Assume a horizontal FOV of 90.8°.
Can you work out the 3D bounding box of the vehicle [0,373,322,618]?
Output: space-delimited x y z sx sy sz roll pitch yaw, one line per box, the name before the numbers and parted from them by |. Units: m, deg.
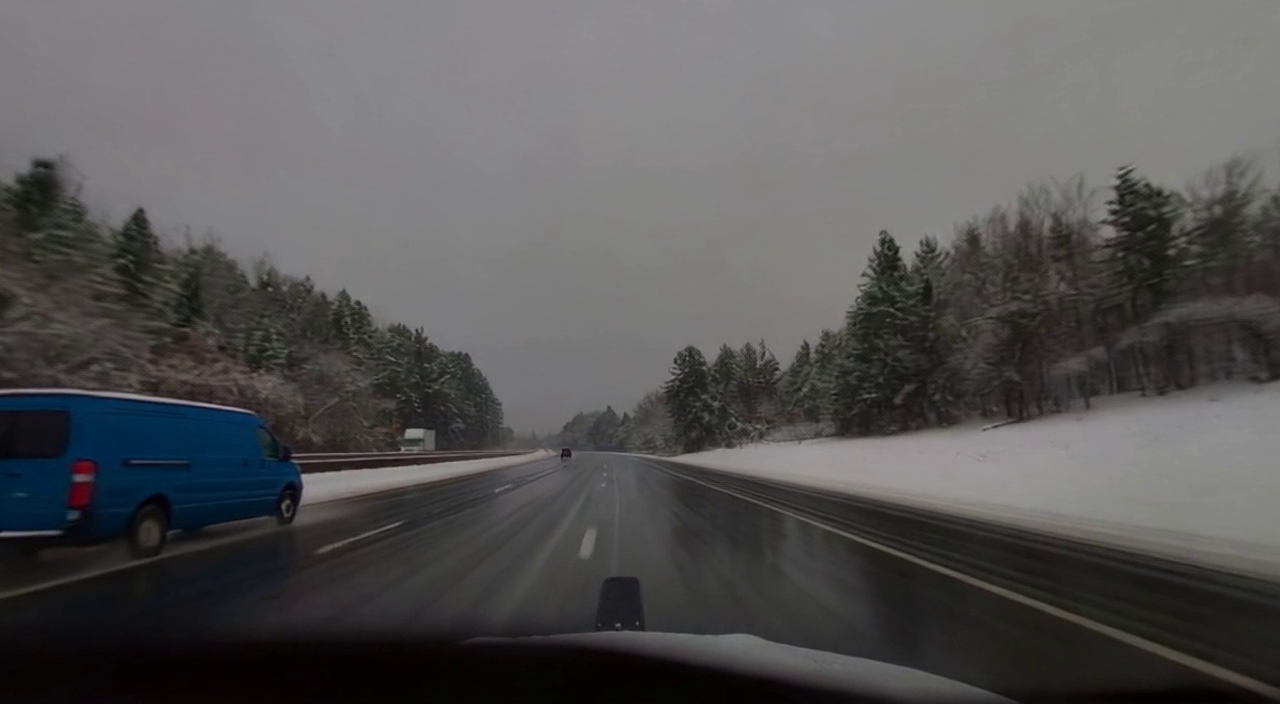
vehicle | -6.265 1.584 7.788 2.197 2.038 4.919 0 -9 -2
